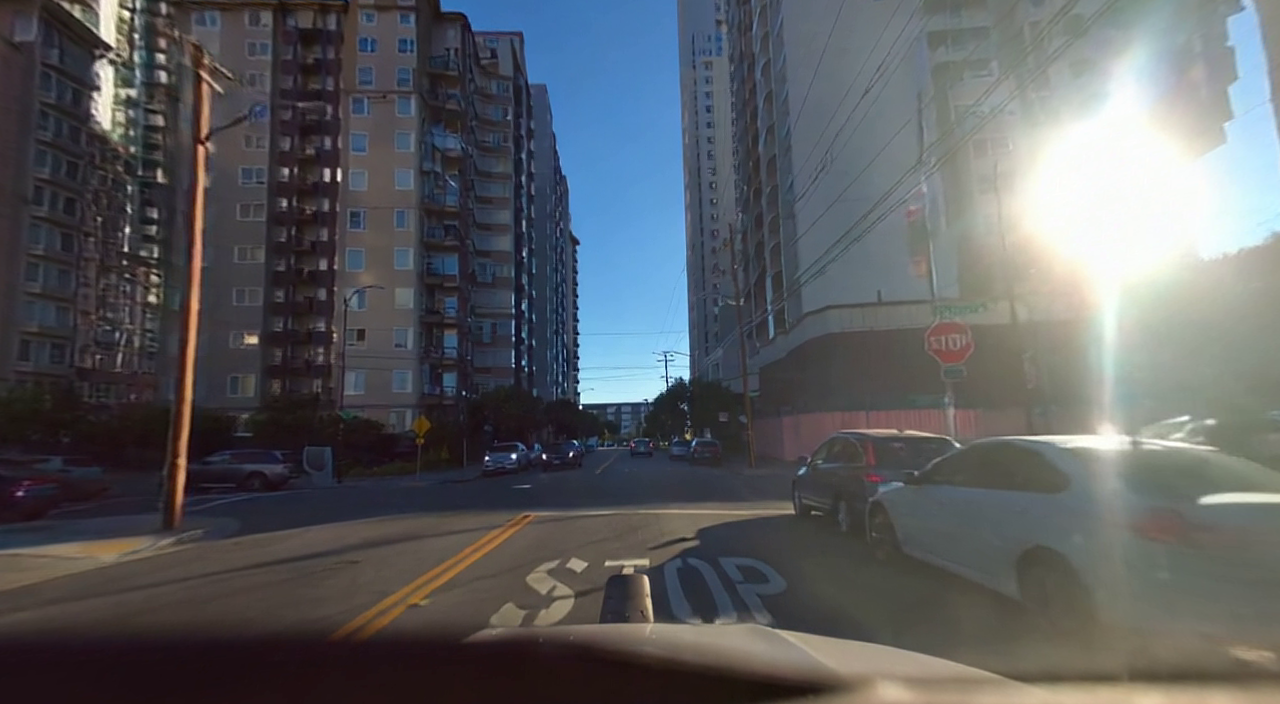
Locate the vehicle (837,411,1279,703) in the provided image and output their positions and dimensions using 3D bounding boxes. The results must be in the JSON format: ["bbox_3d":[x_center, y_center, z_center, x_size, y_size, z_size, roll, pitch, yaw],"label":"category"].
[{"bbox_3d":[3.436,1.380,5.405,1.888,1.495,4.567,0,-8,-2],"label":"vehicle"}]

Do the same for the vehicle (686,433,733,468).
[{"bbox_3d":[3.858,5.588,35.826,2.164,1.721,4.416,-4,-9,1],"label":"vehicle"}]

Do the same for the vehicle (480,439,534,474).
[{"bbox_3d":[-7.549,5.985,36.294,2.140,1.874,4.475,0,-8,0],"label":"vehicle"}]

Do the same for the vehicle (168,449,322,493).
[{"bbox_3d":[-17.182,5.168,27.598,5.354,1.773,1.991,0,-9,0],"label":"vehicle"}]

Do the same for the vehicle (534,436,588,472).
[{"bbox_3d":[-4.211,5.536,34.384,2.201,1.801,4.750,-1,-8,2],"label":"vehicle"}]

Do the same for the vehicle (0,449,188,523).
[{"bbox_3d":[-16.495,3.808,18.024,5.392,1.808,2.324,-2,-9,1],"label":"vehicle"}]
